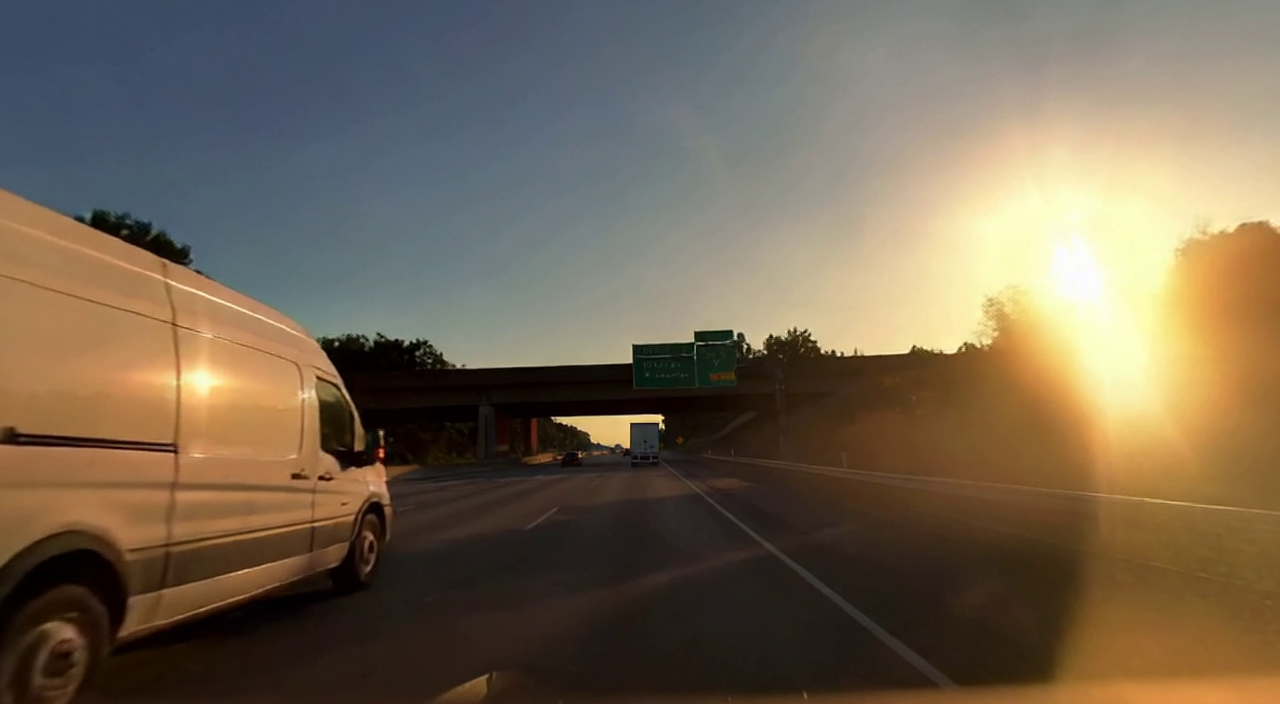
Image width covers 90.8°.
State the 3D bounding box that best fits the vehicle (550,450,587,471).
[{"bbox_3d":[-5.189,7.956,46.477,1.953,1.452,4.711,-1,-9,3],"label":"vehicle"}]

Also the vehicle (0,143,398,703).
[{"bbox_3d":[-3.914,0.683,3.810,2.504,2.694,5.934,0,-9,0],"label":"vehicle"}]
